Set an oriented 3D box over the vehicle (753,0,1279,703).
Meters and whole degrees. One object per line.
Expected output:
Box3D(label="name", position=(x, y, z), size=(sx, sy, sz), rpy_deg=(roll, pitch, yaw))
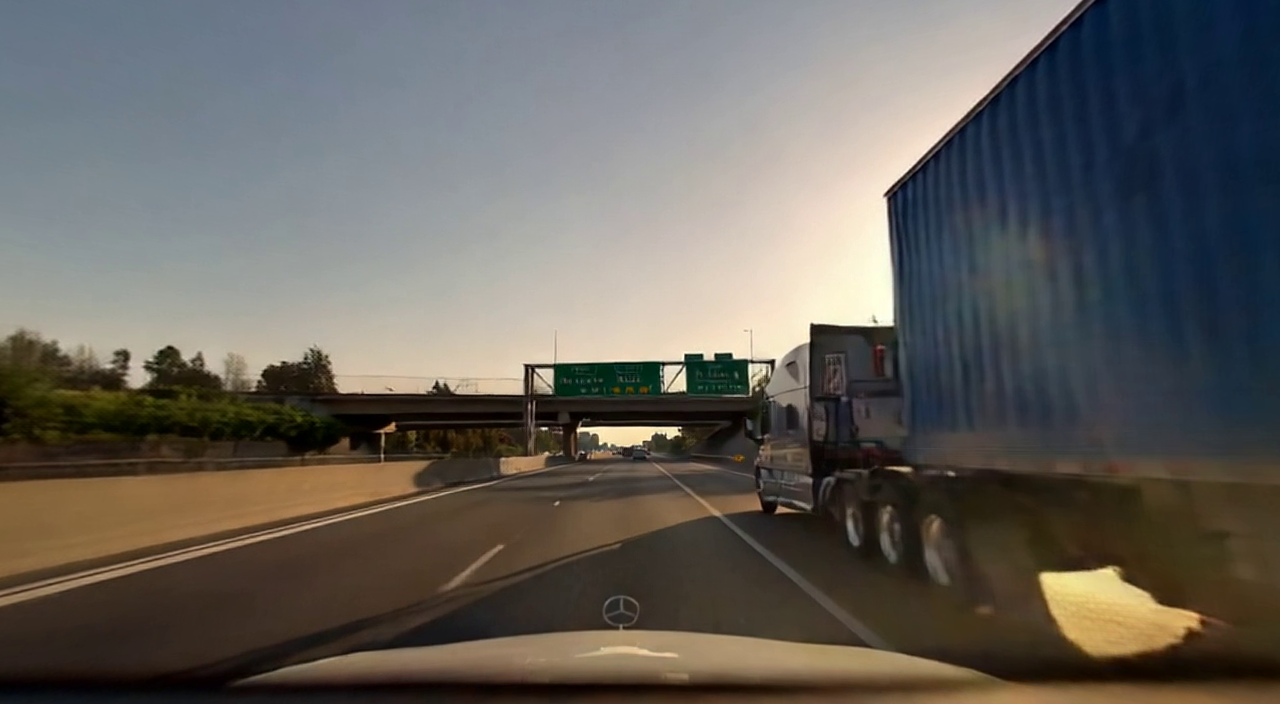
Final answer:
Box3D(label="vehicle", position=(3.990, 0.607, 7.989), size=(3.027, 3.989, 10.585), rpy_deg=(0, -9, 0))
